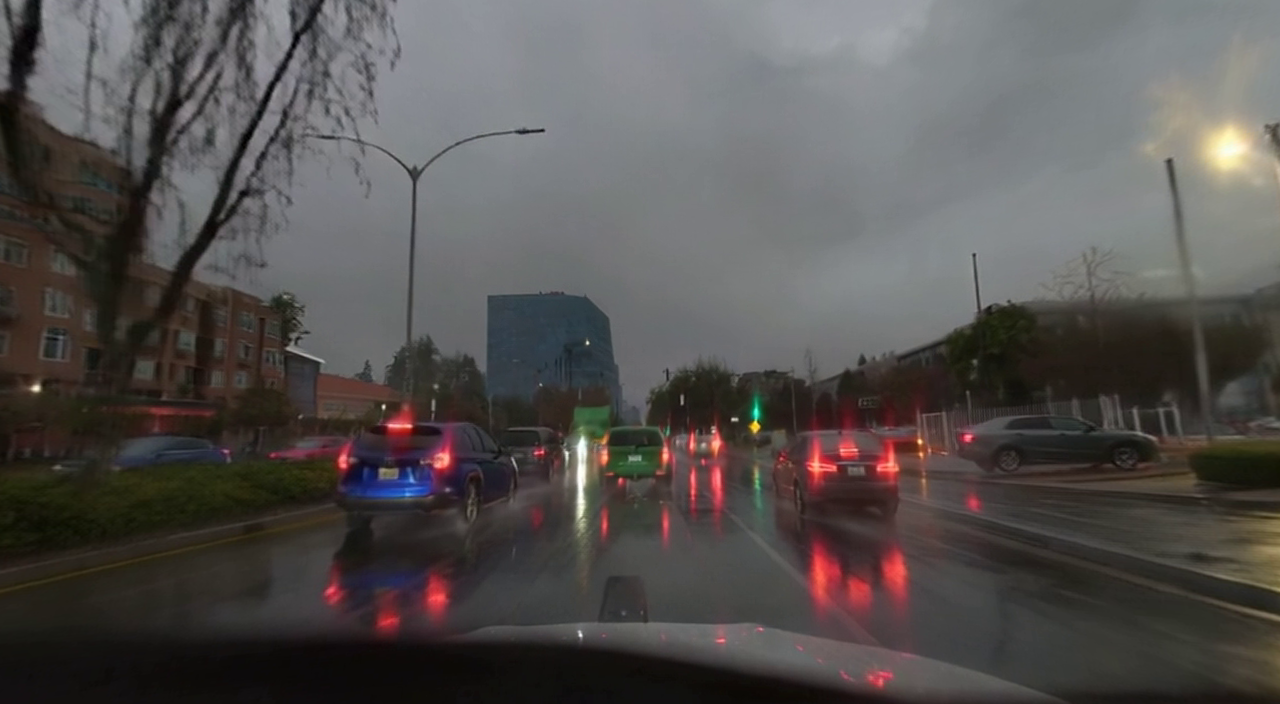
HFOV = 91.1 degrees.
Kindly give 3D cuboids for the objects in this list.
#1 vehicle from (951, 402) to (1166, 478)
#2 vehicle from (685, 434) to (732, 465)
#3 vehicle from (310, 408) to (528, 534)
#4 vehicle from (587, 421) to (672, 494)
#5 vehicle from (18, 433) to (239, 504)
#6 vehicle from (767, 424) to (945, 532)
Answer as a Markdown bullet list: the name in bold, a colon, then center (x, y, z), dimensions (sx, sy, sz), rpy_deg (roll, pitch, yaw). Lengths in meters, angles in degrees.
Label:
- **vehicle**: center (12.484, 2.678, 18.995), dimensions (4.991, 1.978, 2.090), rpy_deg (-8, -11, 42)
- **vehicle**: center (3.388, 4.940, 31.918), dimensions (1.948, 1.475, 4.093), rpy_deg (0, -8, 0)
- **vehicle**: center (-3.407, 1.944, 10.792), dimensions (2.047, 1.710, 4.314), rpy_deg (0, -8, 2)
- **vehicle**: center (-0.209, 2.810, 17.011), dimensions (2.022, 1.700, 4.084), rpy_deg (0, -8, 1)
- **vehicle**: center (-12.380, 2.815, 15.671), dimensions (1.843, 1.509, 4.301), rpy_deg (0, -8, 1)
- **vehicle**: center (3.541, 2.115, 11.117), dimensions (1.847, 1.554, 3.885), rpy_deg (0, -8, 2)
